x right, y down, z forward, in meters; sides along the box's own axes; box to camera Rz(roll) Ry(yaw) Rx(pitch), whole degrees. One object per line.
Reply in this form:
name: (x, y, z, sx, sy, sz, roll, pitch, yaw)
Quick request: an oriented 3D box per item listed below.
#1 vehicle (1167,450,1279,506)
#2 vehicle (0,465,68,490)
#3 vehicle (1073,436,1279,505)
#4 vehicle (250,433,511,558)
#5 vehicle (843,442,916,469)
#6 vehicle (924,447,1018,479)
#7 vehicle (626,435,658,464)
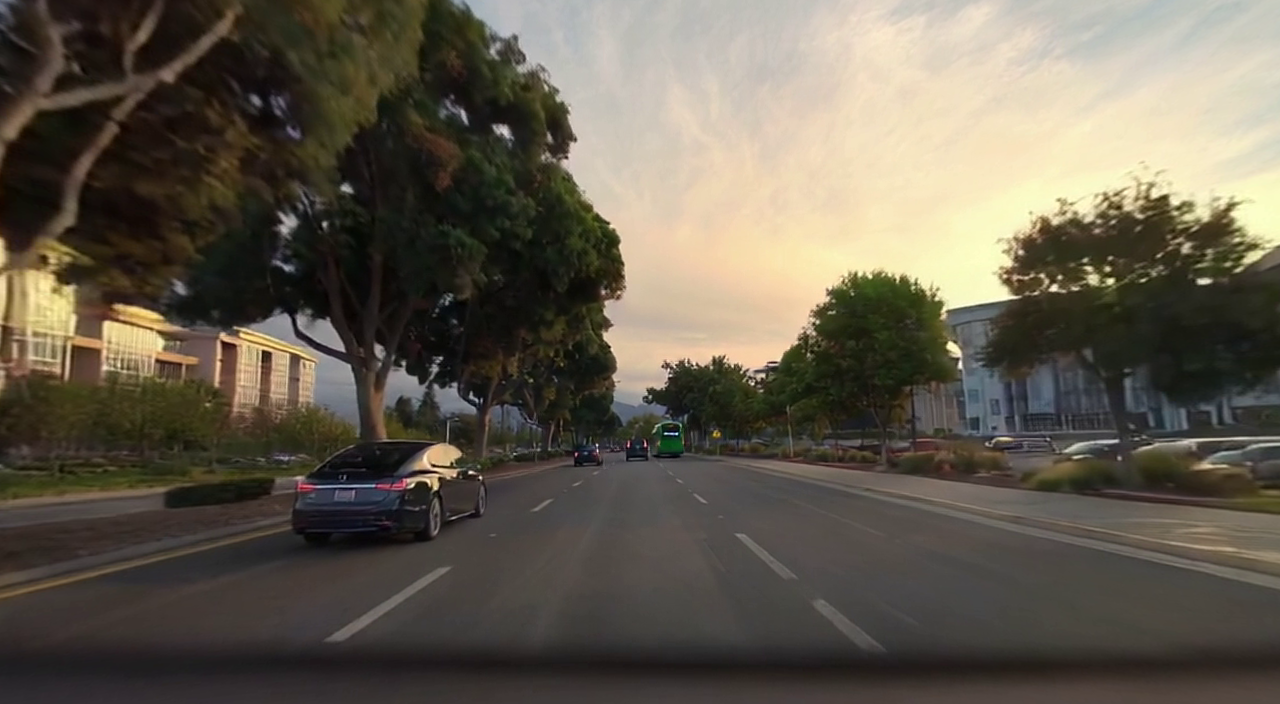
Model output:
vehicle: (17.165, 3.429, 17.381, 3.722, 1.408, 1.766, 0, -9, -1)
vehicle: (-39.516, 8.069, 40.836, 1.633, 1.433, 3.617, 0, -9, -1)
vehicle: (17.088, 3.789, 20.366, 4.520, 1.834, 2.167, -3, -10, 0)
vehicle: (-3.579, 2.064, 9.880, 2.120, 1.481, 4.535, 0, -9, 1)
vehicle: (16.865, 7.315, 44.570, 4.402, 1.546, 1.628, -3, -10, 0)
vehicle: (16.079, 5.404, 30.807, 3.495, 1.485, 1.806, 0, -9, -1)
vehicle: (0.053, 7.603, 49.336, 2.336, 2.122, 5.207, 0, -9, -2)
